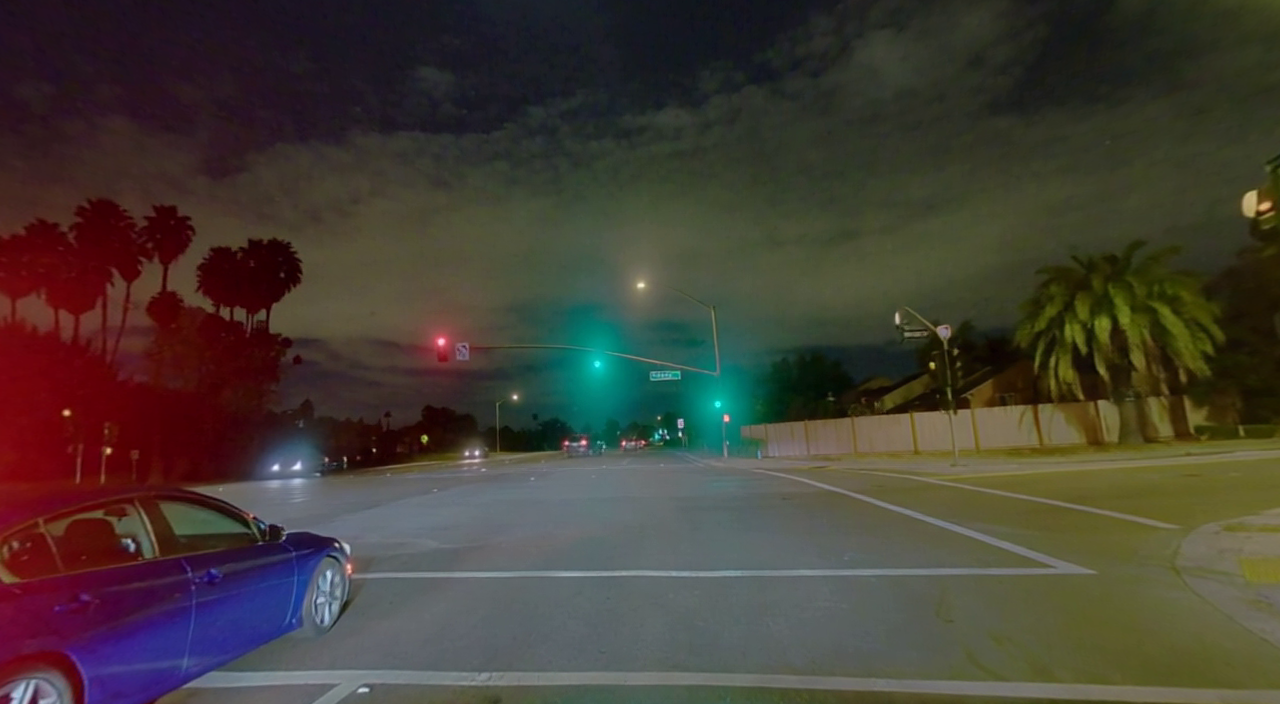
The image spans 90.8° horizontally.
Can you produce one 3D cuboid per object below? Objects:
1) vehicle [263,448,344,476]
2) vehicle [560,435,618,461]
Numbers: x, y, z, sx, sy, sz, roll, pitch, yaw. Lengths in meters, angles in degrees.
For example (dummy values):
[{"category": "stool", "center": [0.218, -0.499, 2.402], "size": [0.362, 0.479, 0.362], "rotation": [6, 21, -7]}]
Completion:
[{"category": "vehicle", "center": [-20.009, 6.557, 37.814], "size": [2.084, 1.528, 4.778], "rotation": [-1, -9, 2]}, {"category": "vehicle", "center": [-3.091, 6.008, 39.550], "size": [2.083, 1.541, 4.777], "rotation": [-3, -9, 15]}]
